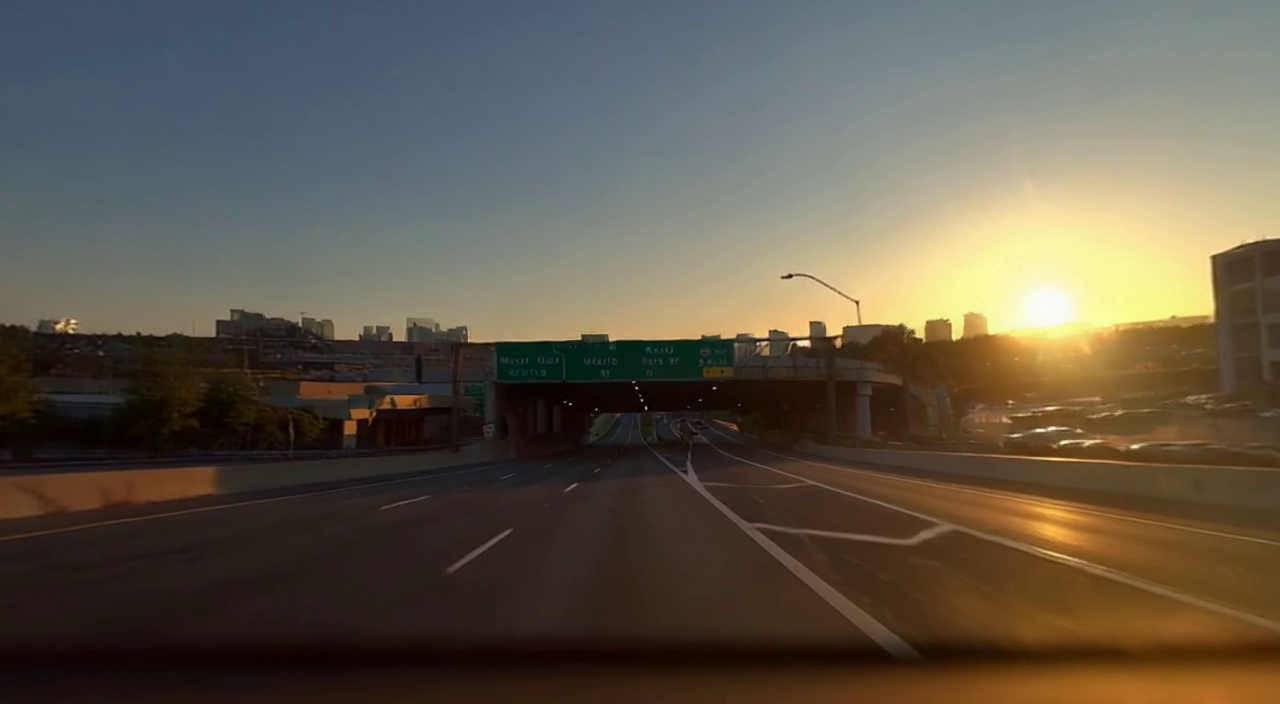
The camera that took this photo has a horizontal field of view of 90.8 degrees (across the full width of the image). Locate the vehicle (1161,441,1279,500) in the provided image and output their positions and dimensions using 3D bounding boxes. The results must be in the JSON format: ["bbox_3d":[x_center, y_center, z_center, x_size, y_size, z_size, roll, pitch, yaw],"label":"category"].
[{"bbox_3d":[22.565,4.289,23.348,2.013,1.958,5.318,-1,-8,-1],"label":"vehicle"}]
